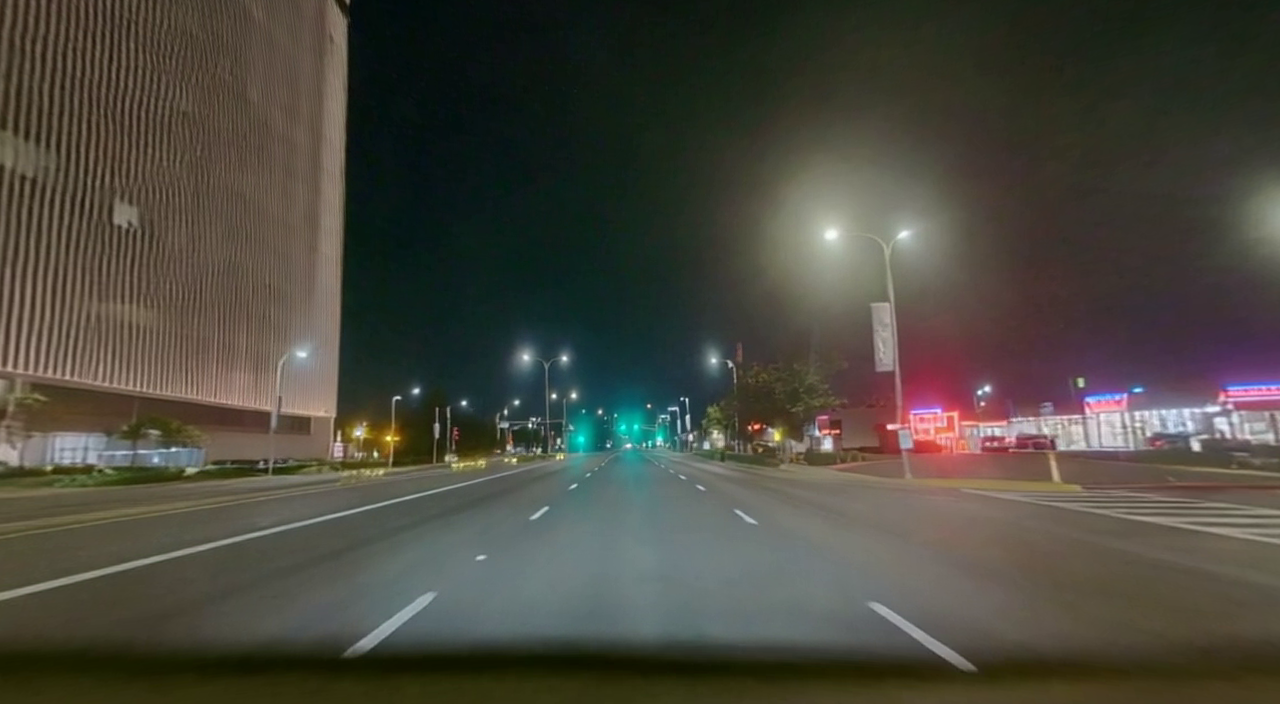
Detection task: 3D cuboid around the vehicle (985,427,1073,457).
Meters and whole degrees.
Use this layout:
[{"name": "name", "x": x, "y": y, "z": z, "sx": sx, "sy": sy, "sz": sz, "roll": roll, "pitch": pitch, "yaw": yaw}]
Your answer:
[{"name": "vehicle", "x": 29.527, "y": 6.813, "z": 47.876, "sx": 6.327, "sy": 1.962, "sz": 2.210, "roll": 1, "pitch": -9, "yaw": -23}]
